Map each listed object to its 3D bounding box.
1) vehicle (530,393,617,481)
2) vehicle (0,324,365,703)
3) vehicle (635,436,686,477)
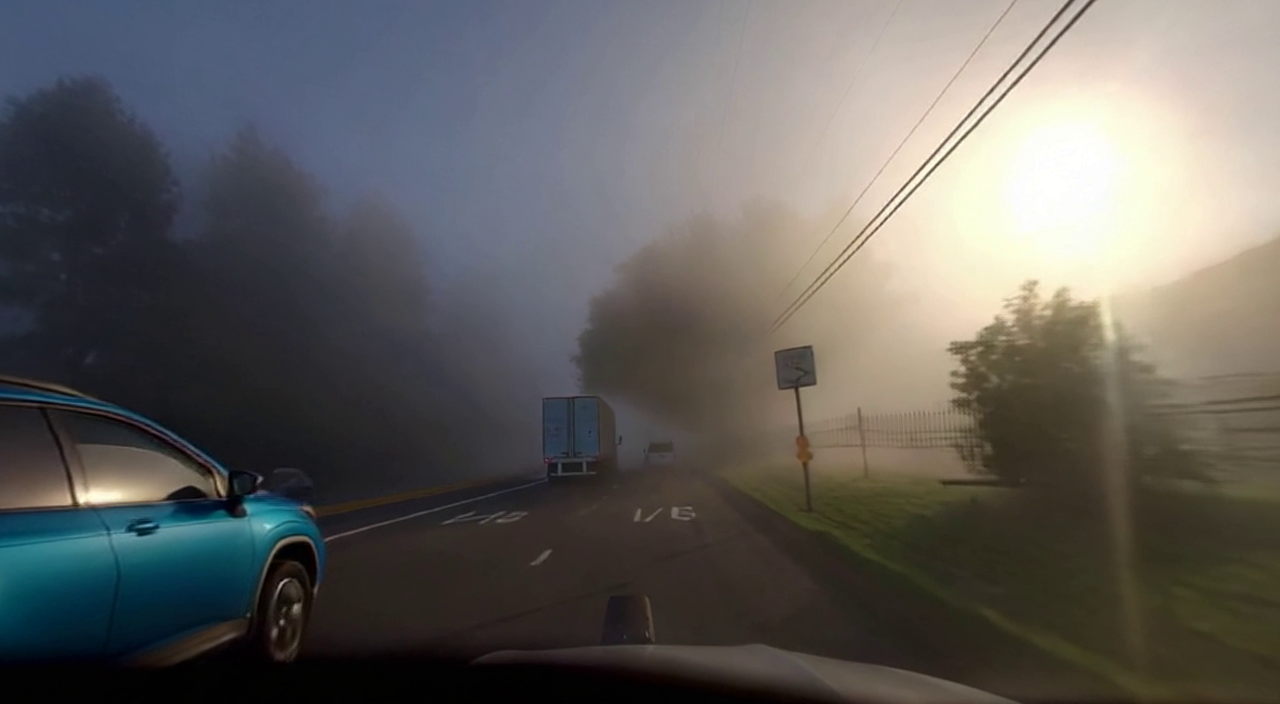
[{"bbox_3d":[-2.935,4.201,30.741,2.928,3.658,8.980,-1,-9,2],"label":"vehicle"},{"bbox_3d":[-3.264,0.900,2.639,2.093,1.832,4.508,0,-9,1],"label":"vehicle"},{"bbox_3d":[0.904,4.803,29.132,2.174,1.749,4.113,0,-9,1],"label":"vehicle"}]
